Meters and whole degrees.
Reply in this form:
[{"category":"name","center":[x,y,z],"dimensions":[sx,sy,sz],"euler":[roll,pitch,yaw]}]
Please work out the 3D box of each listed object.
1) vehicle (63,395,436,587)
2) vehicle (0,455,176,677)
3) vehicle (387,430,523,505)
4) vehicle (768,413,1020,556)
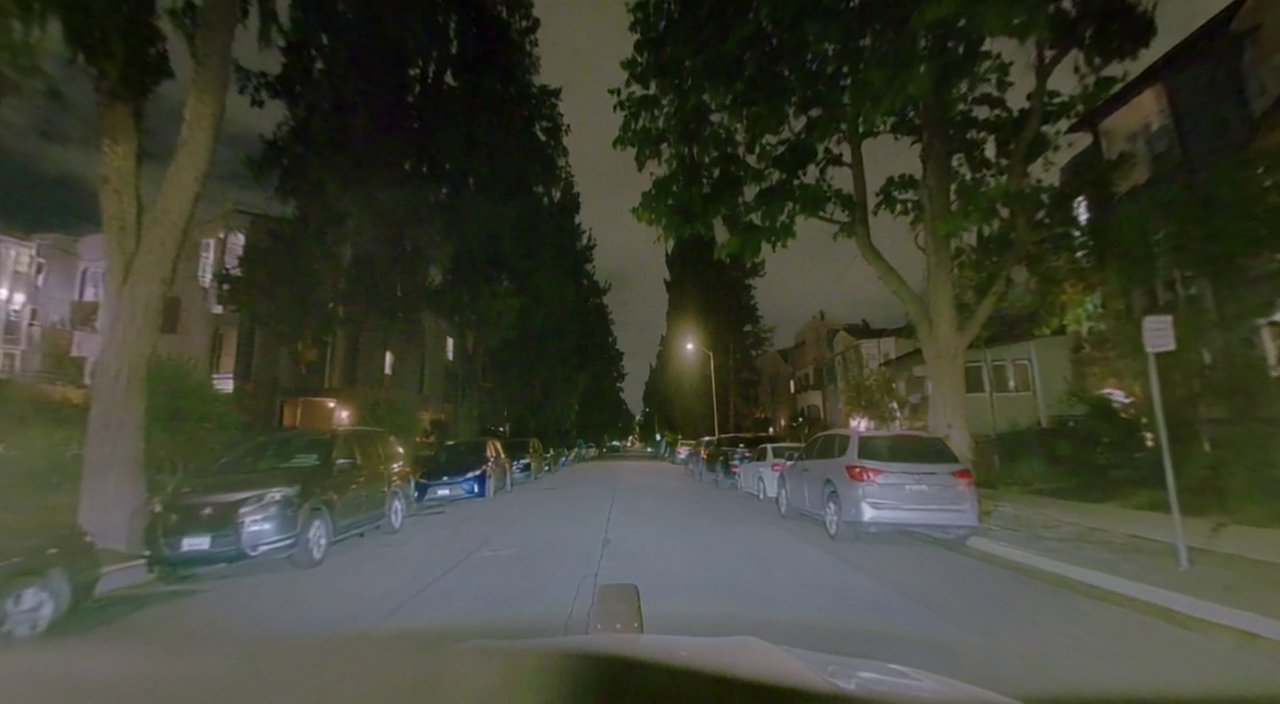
[{"category":"vehicle","center":[-5.219,1.935,9.796],"dimensions":[2.390,2.123,5.371],"euler":[0,-8,-1]},{"category":"vehicle","center":[-5.245,1.352,3.538],"dimensions":[1.858,1.456,4.587],"euler":[0,-8,-1]},{"category":"vehicle","center":[-5.299,3.398,19.137],"dimensions":[2.683,1.923,5.421],"euler":[0,-8,-3]},{"category":"vehicle","center":[3.547,1.950,10.027],"dimensions":[1.994,1.710,4.699],"euler":[0,-8,-1]}]
